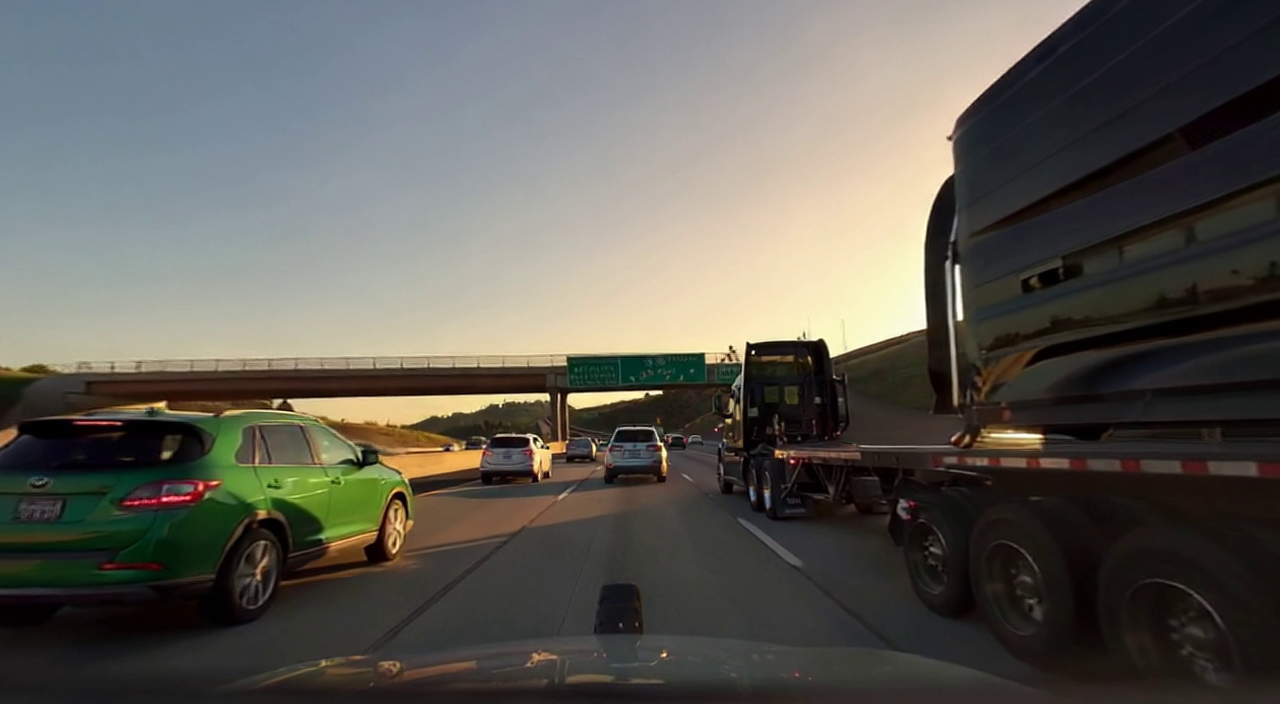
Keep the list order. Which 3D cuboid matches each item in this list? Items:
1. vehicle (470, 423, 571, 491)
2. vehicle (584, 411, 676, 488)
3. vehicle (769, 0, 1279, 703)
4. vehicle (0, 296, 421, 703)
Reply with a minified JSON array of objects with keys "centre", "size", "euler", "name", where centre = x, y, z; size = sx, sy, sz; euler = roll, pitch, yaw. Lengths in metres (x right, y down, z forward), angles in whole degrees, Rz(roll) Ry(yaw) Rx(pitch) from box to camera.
[{"centre":[-3.504,3.185,19.431],"size":[2.120,1.812,4.659],"euler":[0,-8,1],"name":"vehicle"},{"centre":[-0.330,3.280,21.408],"size":[2.704,2.216,5.804],"euler":[0,-8,-1],"name":"vehicle"},{"centre":[3.655,-0.317,2.732],"size":[2.852,4.121,16.210],"euler":[0,-8,0],"name":"vehicle"},{"centre":[-3.408,0.985,4.100],"size":[2.193,1.803,4.958],"euler":[0,-8,0],"name":"vehicle"}]
